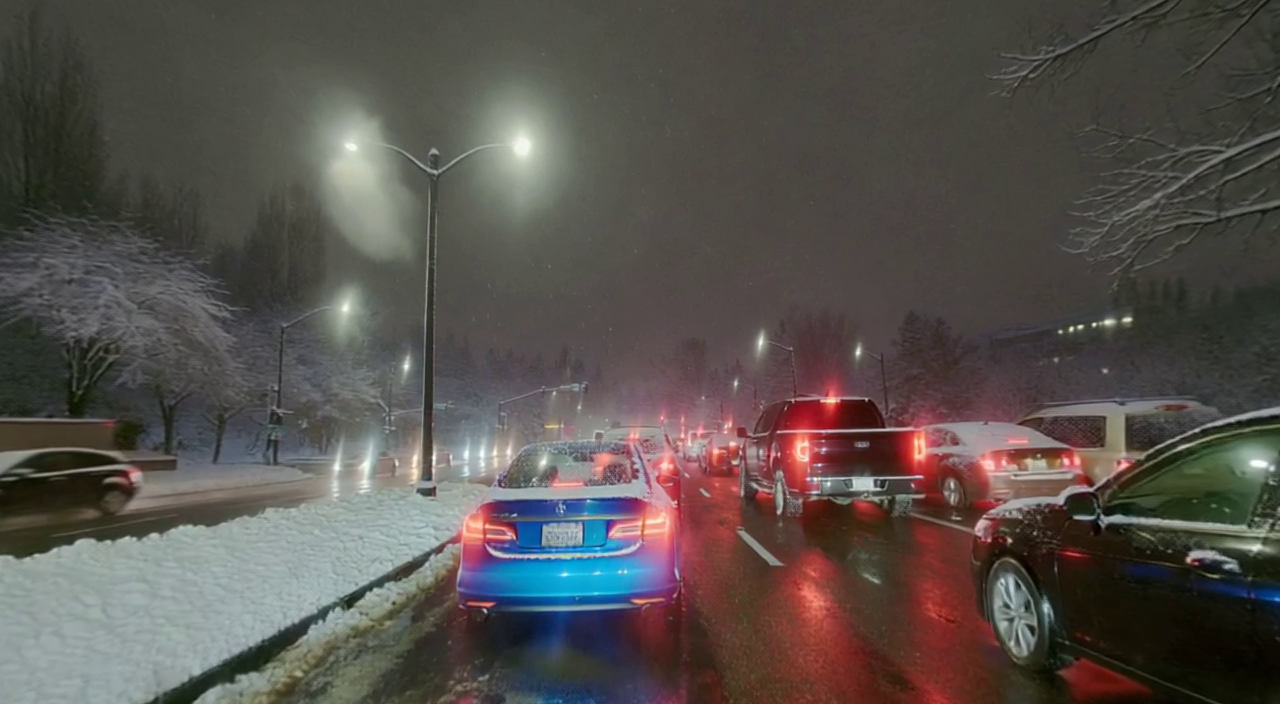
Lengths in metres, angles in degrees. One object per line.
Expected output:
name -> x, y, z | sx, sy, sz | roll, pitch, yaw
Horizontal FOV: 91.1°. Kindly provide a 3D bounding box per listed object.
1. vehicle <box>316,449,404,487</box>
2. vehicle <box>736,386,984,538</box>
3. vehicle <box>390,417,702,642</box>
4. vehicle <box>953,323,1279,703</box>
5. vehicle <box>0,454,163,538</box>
vehicle -> -12.428, 5.138, 28.220 | 1.882, 1.538, 4.382 | 0, -8, 1
vehicle -> 3.511, 1.960, 11.693 | 2.444, 2.098, 5.766 | 0, -9, -1
vehicle -> -0.583, 1.502, 6.333 | 2.111, 1.506, 4.018 | 0, -9, 2
vehicle -> 3.154, 0.760, 2.074 | 1.982, 1.709, 4.427 | 0, -9, 1
vehicle -> -12.790, 2.905, 13.077 | 1.968, 1.497, 4.649 | 0, -9, 1
